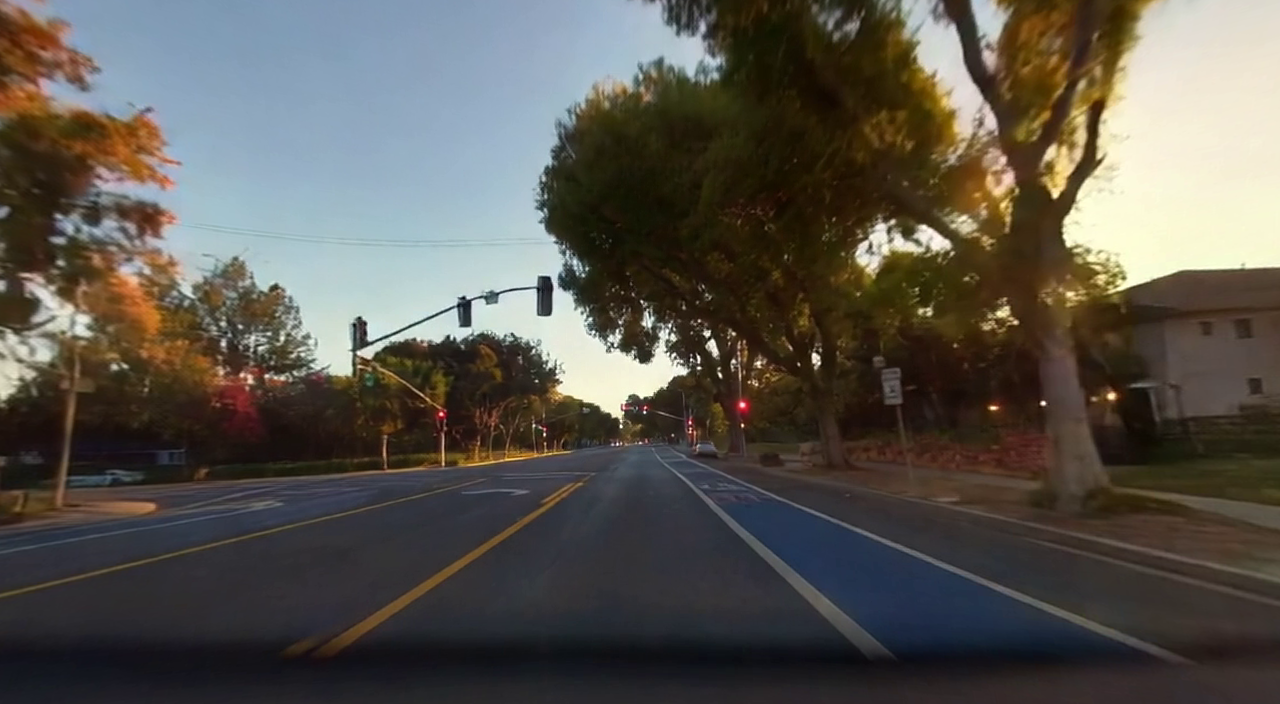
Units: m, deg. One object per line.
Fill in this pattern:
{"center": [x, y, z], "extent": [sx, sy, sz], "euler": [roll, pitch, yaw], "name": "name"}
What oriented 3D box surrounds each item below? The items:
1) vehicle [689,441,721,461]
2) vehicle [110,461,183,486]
{"center": [4.963, 7.641, 48.734], "extent": [1.987, 1.448, 4.193], "euler": [0, -8, 0], "name": "vehicle"}
{"center": [-33.173, 8.168, 42.503], "extent": [1.713, 1.527, 3.708], "euler": [0, -8, 4], "name": "vehicle"}
